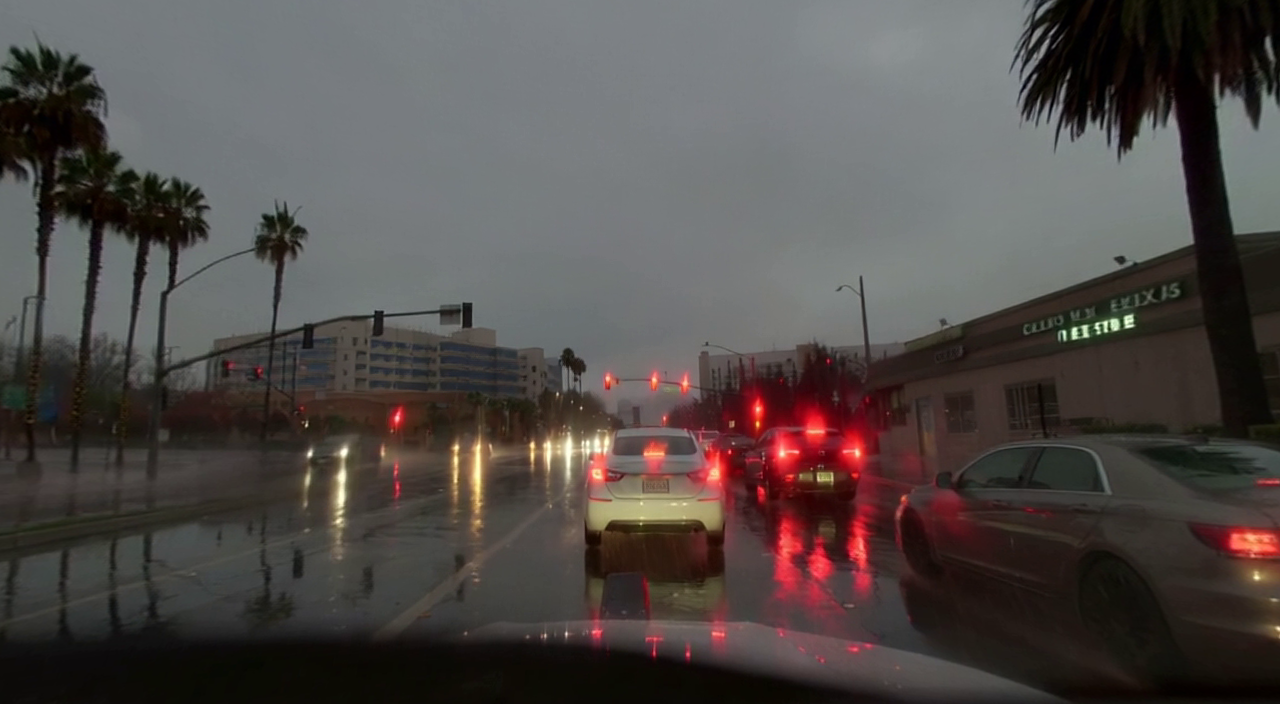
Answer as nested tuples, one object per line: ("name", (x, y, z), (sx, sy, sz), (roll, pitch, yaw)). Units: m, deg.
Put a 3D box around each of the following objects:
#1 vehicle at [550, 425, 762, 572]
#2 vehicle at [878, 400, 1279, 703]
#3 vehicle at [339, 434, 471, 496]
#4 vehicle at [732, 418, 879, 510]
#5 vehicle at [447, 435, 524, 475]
("vehicle", (0.182, 1.787, 8.464), (2.140, 1.474, 4.026), (0, -8, 1))
("vehicle", (3.538, 1.228, 4.465), (1.910, 1.490, 4.661), (0, -8, 1))
("vehicle", (-6.253, 3.047, 17.357), (1.900, 1.487, 4.165), (0, -8, 2))
("vehicle", (3.495, 2.464, 14.302), (2.169, 1.751, 4.276), (0, -8, 0))
("vehicle", (-6.042, 4.094, 25.221), (1.822, 1.456, 4.396), (-1, -8, 2))
